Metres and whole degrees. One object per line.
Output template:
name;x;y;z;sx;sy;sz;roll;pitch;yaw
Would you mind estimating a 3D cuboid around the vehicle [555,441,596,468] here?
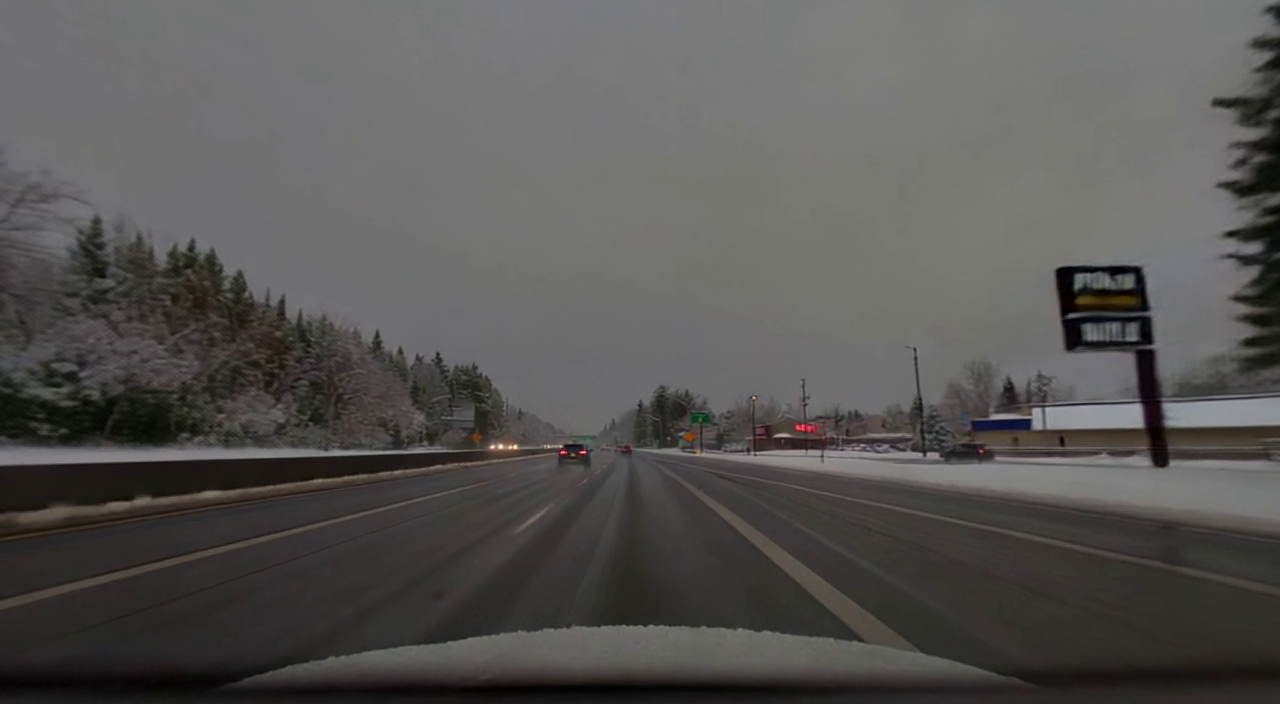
vehicle;-4.327;6.964;43.232;2.236;1.736;5.585;0;-8;0
